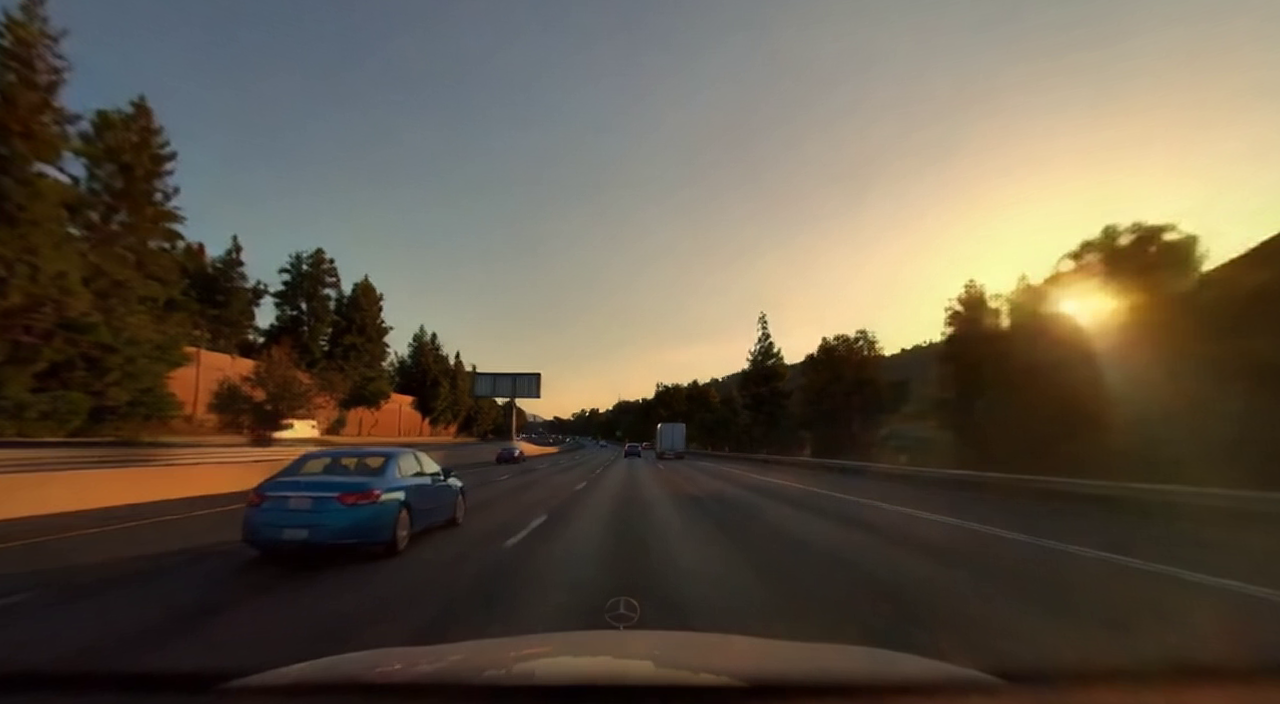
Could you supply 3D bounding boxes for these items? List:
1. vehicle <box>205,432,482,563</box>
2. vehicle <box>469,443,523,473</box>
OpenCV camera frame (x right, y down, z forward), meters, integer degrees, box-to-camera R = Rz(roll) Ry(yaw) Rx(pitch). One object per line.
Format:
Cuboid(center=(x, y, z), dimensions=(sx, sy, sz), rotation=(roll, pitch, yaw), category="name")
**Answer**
Cuboid(center=(-3.987, 2.016, 9.537), dimensions=(2.090, 1.487, 4.276), rotation=(0, -9, 0), category="vehicle")
Cuboid(center=(-7.519, 5.567, 33.411), dimensions=(1.915, 1.479, 3.843), rotation=(-1, -9, 0), category="vehicle")
